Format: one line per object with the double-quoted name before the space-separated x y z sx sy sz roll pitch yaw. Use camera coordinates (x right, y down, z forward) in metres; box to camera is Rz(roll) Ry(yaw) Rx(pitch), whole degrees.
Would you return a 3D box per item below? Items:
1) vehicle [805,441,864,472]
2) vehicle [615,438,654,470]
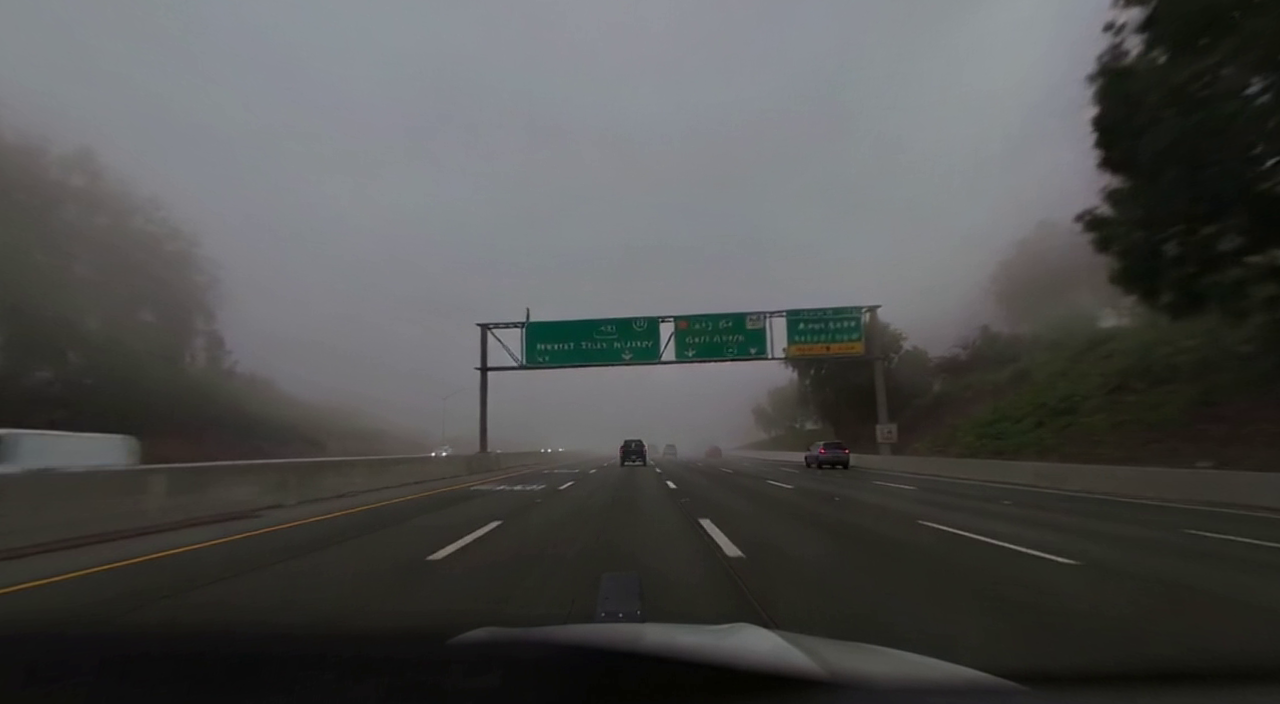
"vehicle" 11.159 6.035 36.588 1.912 1.673 4.438 0 -9 -1
"vehicle" -0.359 5.896 36.609 2.121 1.739 4.087 0 -9 -2
